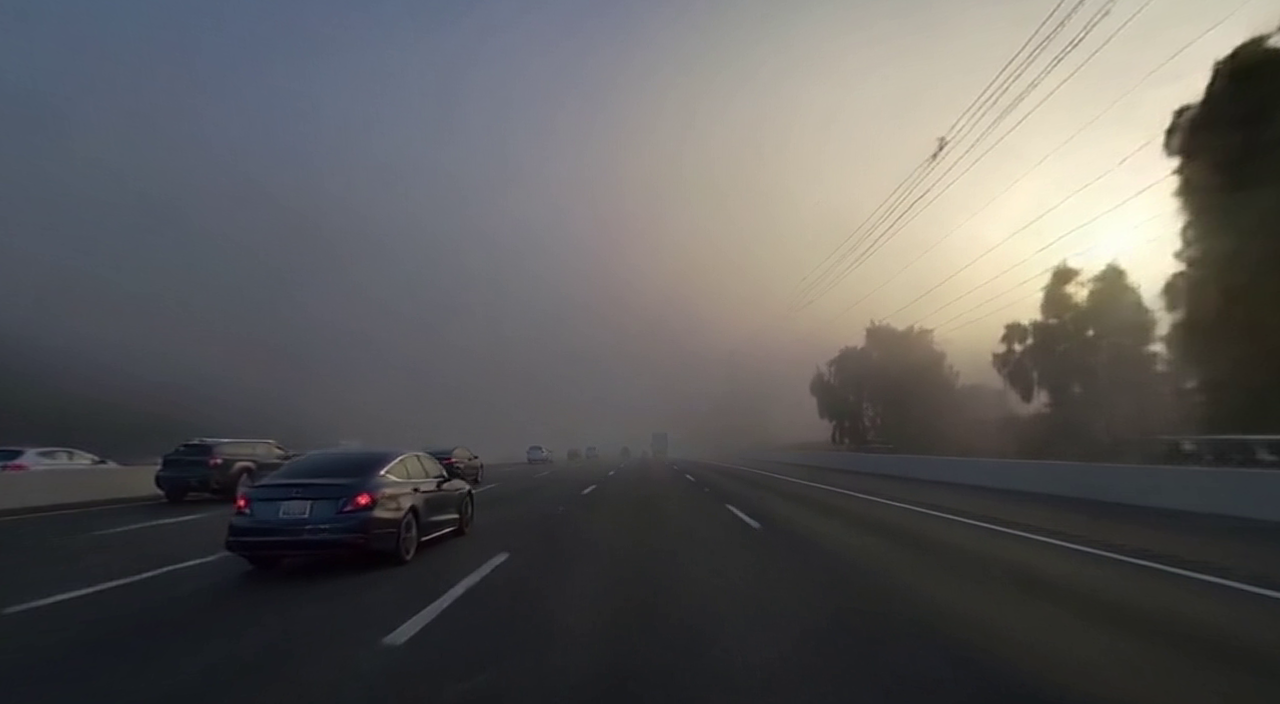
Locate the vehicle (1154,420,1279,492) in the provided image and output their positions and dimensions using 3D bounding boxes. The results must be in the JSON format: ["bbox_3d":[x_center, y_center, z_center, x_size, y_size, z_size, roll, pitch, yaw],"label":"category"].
[{"bbox_3d":[18.576,2.983,18.091,2.272,1.938,5.988,0,-9,-3],"label":"vehicle"}]

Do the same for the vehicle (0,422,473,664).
[{"bbox_3d":[-3.503,1.610,6.592,2.045,1.532,4.954,0,-9,1],"label":"vehicle"}]
